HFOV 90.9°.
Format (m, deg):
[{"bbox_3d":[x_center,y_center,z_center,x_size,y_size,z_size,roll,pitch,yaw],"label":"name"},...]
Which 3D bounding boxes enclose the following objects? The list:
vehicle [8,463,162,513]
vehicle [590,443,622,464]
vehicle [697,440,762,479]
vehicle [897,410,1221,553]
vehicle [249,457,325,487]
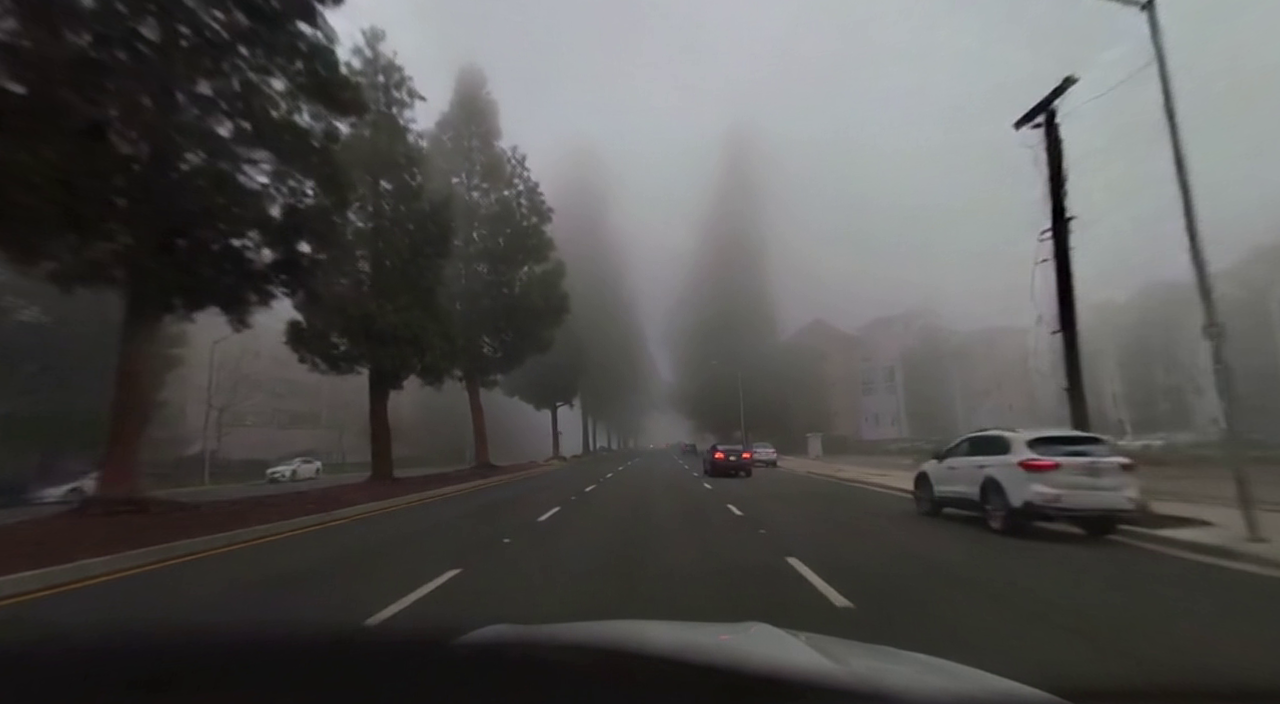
[{"bbox_3d":[-22.098,5.408,25.444,1.882,1.479,4.822,-7,-9,1],"label":"vehicle"},{"bbox_3d":[-2.534,7.754,48.164,2.049,1.485,4.656,0,-9,1],"label":"vehicle"},{"bbox_3d":[3.716,4.564,26.921,2.128,1.502,4.572,0,-9,1],"label":"vehicle"},{"bbox_3d":[6.531,2.080,10.845,2.092,1.849,5.068,0,-9,1],"label":"vehicle"},{"bbox_3d":[-22.126,7.482,39.699,1.883,1.671,4.779,-1,-9,2],"label":"vehicle"}]
